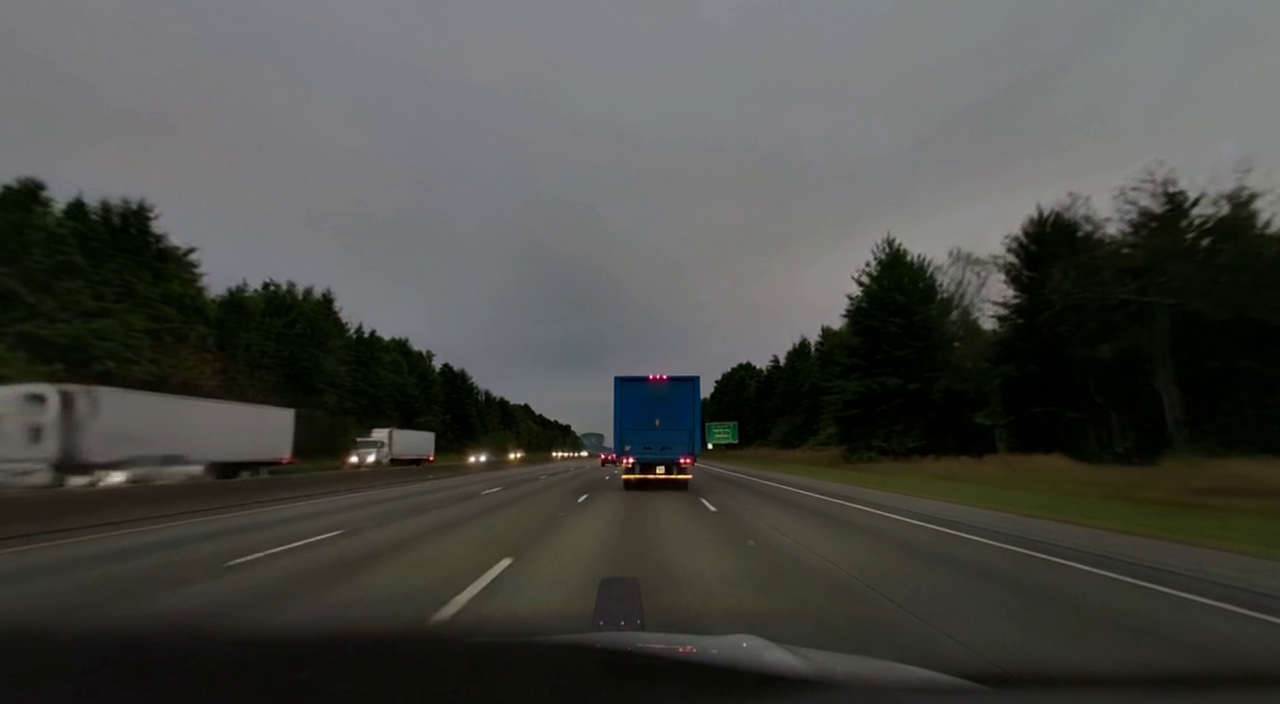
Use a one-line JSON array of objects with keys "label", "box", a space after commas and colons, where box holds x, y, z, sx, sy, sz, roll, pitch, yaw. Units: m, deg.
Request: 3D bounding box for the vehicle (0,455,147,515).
[{"label": "vehicle", "box": [-15.828, 3.535, 17.181, 1.774, 1.419, 3.615, 0, -9, 1]}]

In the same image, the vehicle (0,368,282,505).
[{"label": "vehicle", "box": [-20.000, 3.509, 24.974, 3.193, 3.890, 14.599, 0, -9, 0]}]

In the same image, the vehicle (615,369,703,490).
[{"label": "vehicle", "box": [0.583, 3.313, 25.860, 2.898, 3.973, 10.063, 0, -9, 0]}]
